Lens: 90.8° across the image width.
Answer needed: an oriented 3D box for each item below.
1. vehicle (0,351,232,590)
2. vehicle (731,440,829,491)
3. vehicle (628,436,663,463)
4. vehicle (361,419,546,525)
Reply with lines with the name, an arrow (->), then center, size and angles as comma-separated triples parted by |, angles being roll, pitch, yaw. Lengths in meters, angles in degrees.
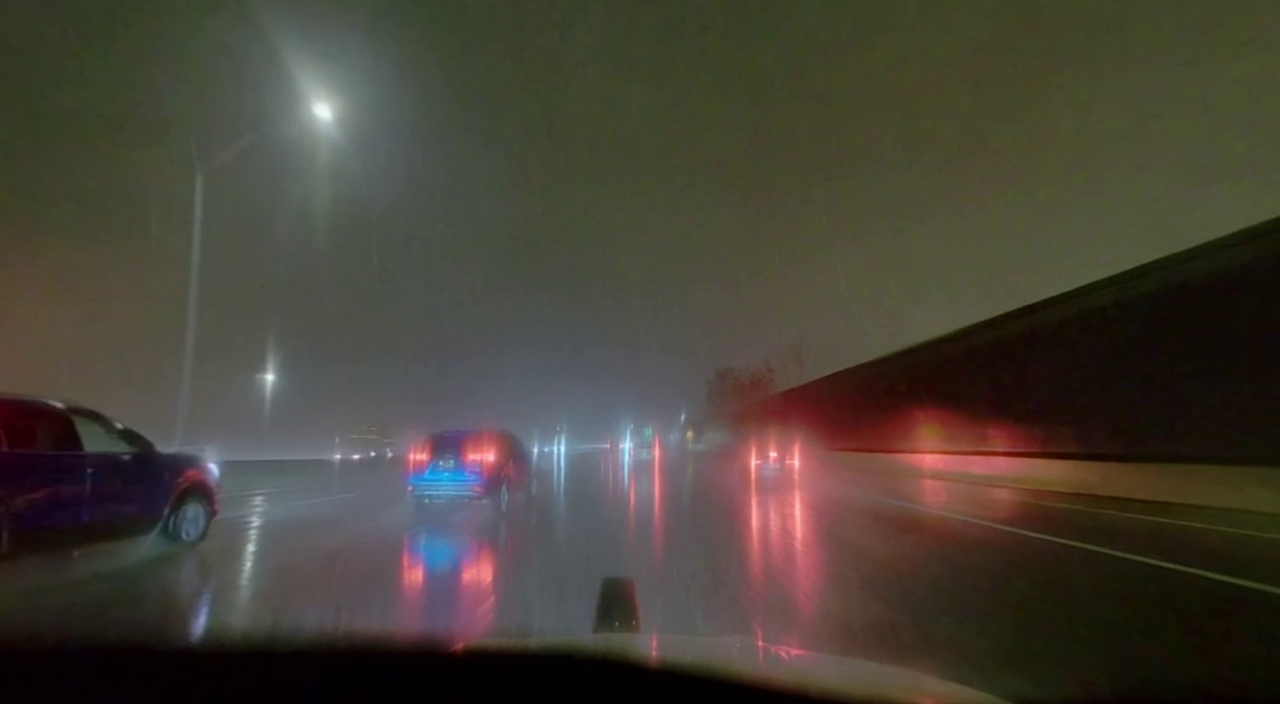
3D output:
vehicle -> -6.459, 1.021, 5.520 | 2.327, 1.958, 5.113 | 0, -8, 0
vehicle -> 4.303, 3.549, 20.172 | 2.083, 1.453, 4.307 | 0, -8, -1
vehicle -> 0.394, 7.040, 45.614 | 2.428, 1.841, 4.402 | 0, -8, 1
vehicle -> -3.221, 2.171, 11.934 | 2.193, 1.641, 4.077 | 0, -8, 1
